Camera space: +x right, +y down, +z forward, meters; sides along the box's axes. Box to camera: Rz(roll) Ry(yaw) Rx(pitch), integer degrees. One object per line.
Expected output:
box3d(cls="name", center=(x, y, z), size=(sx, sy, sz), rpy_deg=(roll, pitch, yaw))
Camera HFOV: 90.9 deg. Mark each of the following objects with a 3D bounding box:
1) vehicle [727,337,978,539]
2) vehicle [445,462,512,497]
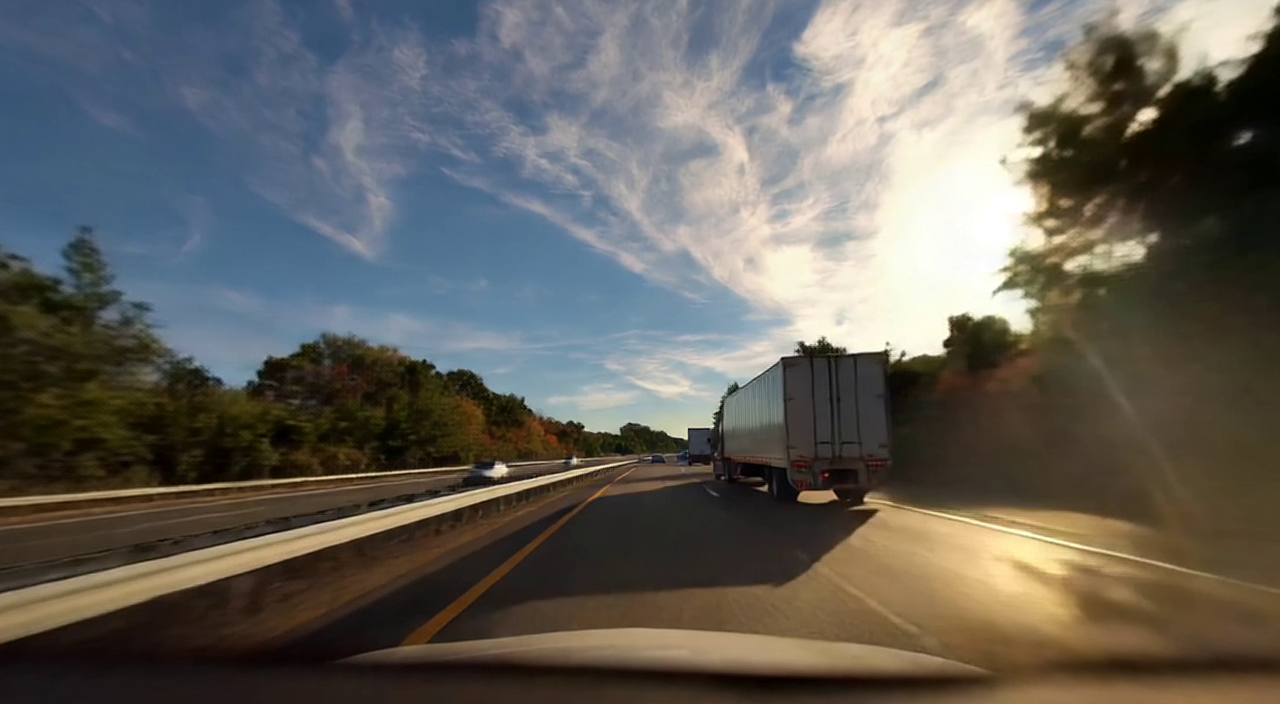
box3d(cls="vehicle", center=(4.516, 2.386, 16.976), size=(2.866, 3.558, 11.674), rpy_deg=(0, -9, 1))
box3d(cls="vehicle", center=(-7.937, 6.295, 31.503), size=(2.007, 1.493, 4.671), rpy_deg=(0, -9, 1))
